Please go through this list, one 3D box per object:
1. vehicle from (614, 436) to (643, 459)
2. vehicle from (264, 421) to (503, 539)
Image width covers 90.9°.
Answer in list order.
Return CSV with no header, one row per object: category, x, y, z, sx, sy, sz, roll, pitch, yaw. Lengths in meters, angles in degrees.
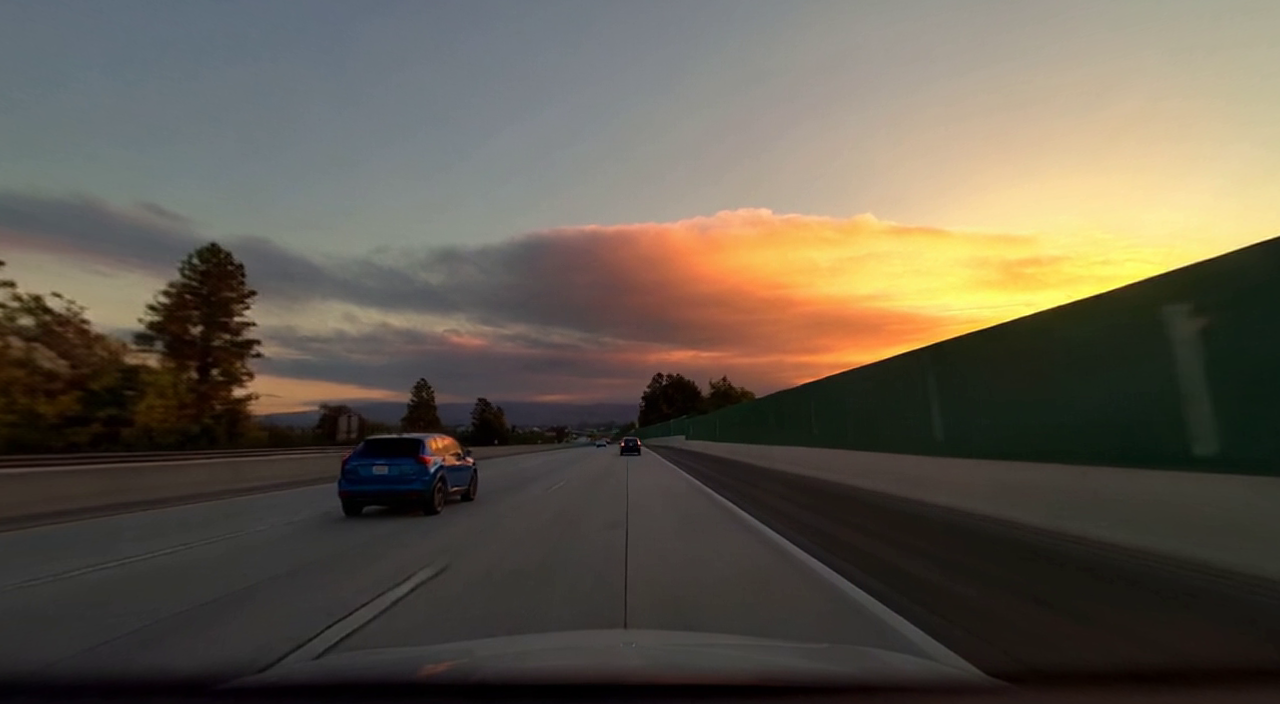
vehicle,-0.766,6.297,41.918,1.836,1.450,3.519,0,-8,-2
vehicle,-3.909,2.014,10.748,2.072,1.545,4.767,0,-8,0
